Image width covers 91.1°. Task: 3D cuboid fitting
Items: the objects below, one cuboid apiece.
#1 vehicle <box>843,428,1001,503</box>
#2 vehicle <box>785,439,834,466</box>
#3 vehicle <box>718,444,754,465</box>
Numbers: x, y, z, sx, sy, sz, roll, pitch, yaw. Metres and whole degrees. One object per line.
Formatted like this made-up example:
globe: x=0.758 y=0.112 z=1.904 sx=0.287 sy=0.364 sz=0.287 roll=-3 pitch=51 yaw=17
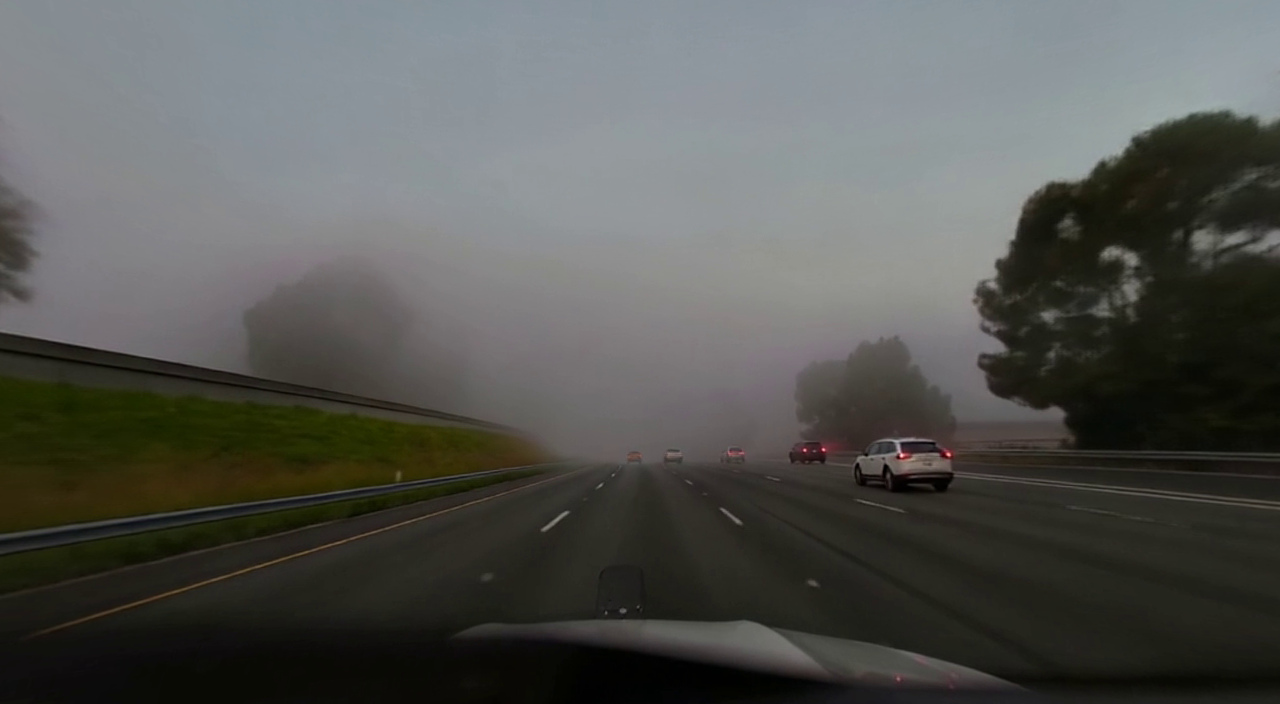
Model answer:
vehicle: x=7.273 y=2.966 z=16.887 sx=2.048 sy=1.697 sz=4.689 roll=0 pitch=-8 yaw=0
vehicle: x=10.963 y=6.509 z=40.831 sx=1.986 sy=1.644 sz=4.126 roll=0 pitch=-8 yaw=-1
vehicle: x=6.959 y=7.480 z=45.943 sx=1.940 sy=1.482 sz=3.644 roll=0 pitch=-8 yaw=-2
